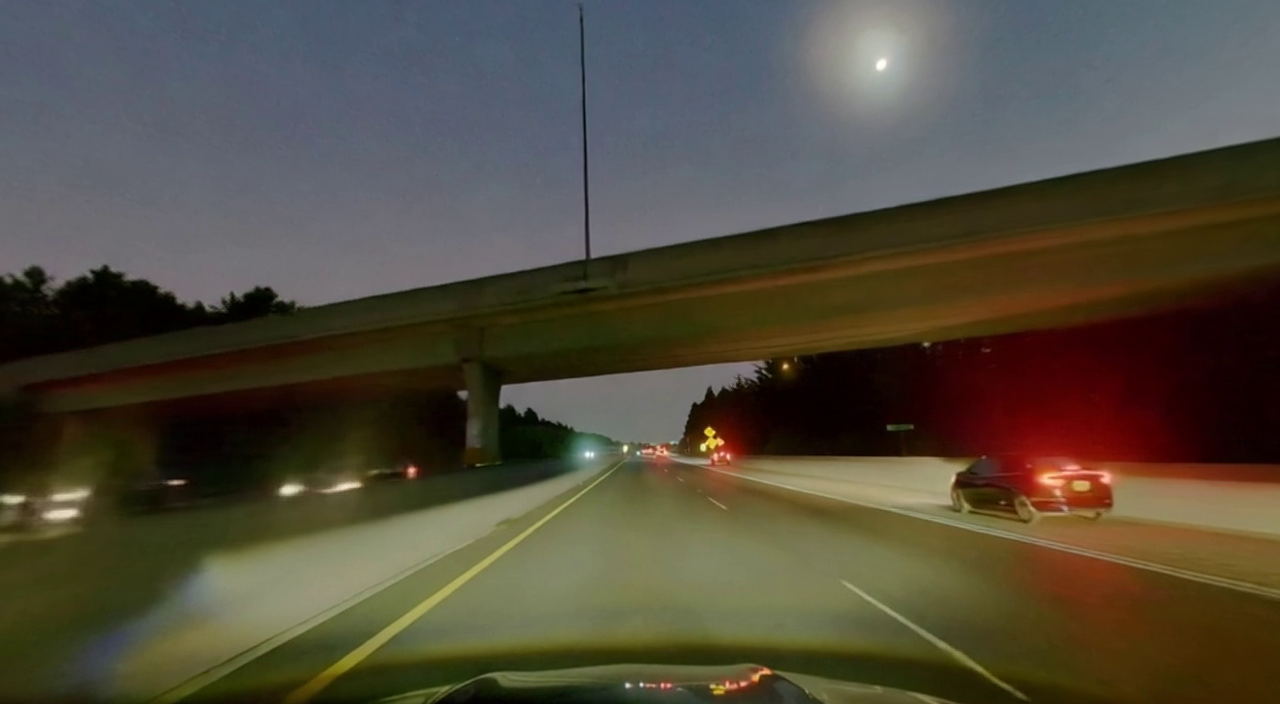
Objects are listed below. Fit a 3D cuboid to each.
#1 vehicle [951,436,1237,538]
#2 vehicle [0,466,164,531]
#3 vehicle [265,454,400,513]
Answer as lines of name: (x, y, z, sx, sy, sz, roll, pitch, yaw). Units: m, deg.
vehicle: (7.725, 2.329, 11.414, 1.987, 1.473, 4.244, 0, -9, 0)
vehicle: (-16.282, 4.058, 17.976, 1.850, 1.488, 4.530, 0, -9, -1)
vehicle: (-8.452, 3.619, 17.744, 1.901, 1.453, 3.747, 0, -9, -1)
